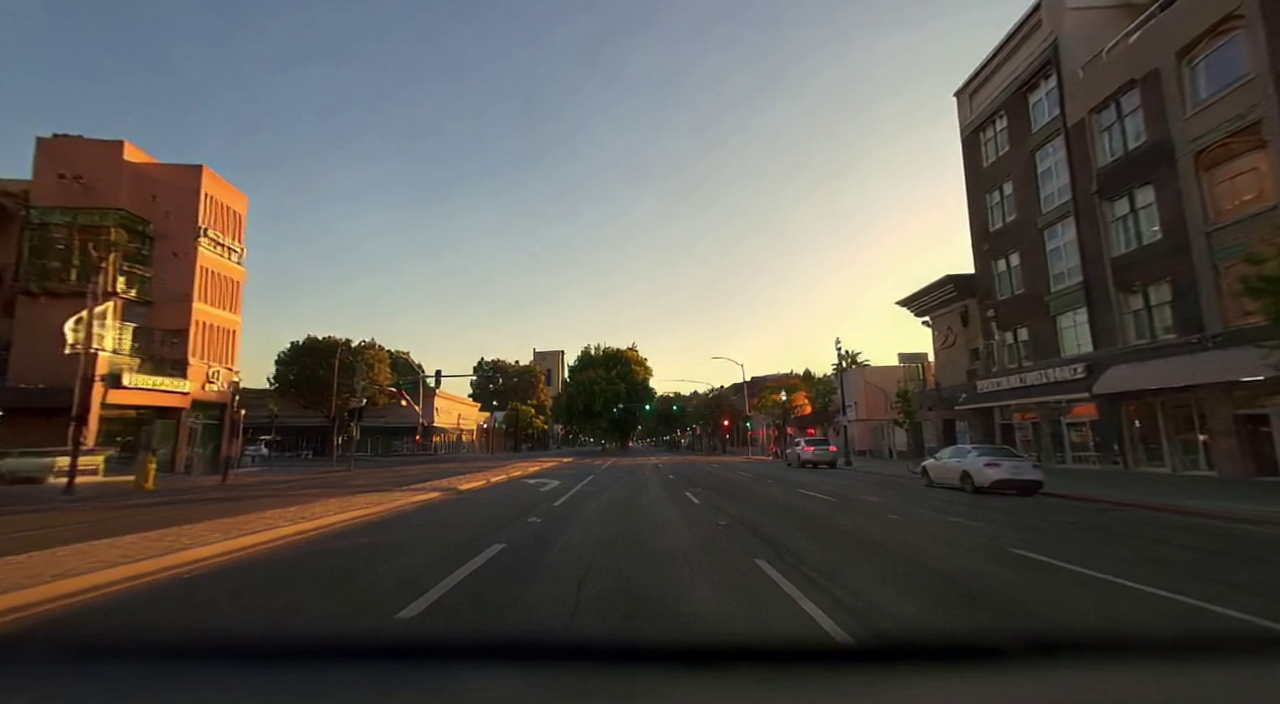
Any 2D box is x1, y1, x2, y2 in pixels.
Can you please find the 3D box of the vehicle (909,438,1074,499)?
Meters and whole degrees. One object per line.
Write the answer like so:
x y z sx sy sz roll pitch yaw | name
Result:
9.671 3.220 17.931 1.945 1.478 4.653 0 -8 -1 | vehicle

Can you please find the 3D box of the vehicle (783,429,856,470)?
10.009 5.509 35.917 2.273 2.103 5.788 0 -8 -2 | vehicle
